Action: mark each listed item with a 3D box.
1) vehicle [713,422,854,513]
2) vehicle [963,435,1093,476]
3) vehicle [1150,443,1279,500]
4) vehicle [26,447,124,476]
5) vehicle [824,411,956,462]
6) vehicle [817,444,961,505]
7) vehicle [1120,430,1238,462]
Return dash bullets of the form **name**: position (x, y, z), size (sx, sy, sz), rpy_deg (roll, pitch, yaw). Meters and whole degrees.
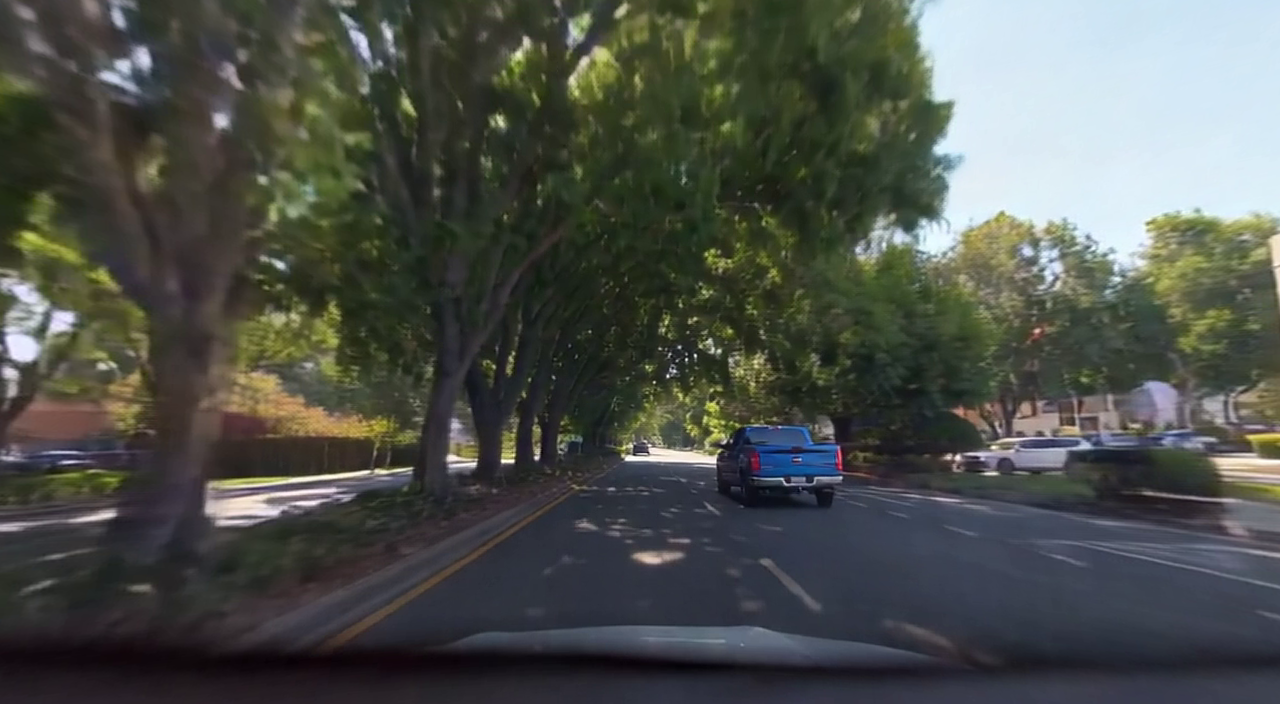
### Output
- **vehicle**: position (3.213, 2.727, 15.490), size (2.138, 1.836, 5.245), rpy_deg (0, -8, -1)
- **vehicle**: position (17.730, 4.756, 29.183), size (4.747, 1.761, 2.043), rpy_deg (-4, -9, 22)
- **vehicle**: position (17.052, 3.175, 16.992), size (4.721, 1.462, 2.028), rpy_deg (-4, -9, 25)
- **vehicle**: position (-29.305, 5.679, 32.815), size (3.413, 1.459, 1.669), rpy_deg (0, -8, 0)
- **vehicle**: position (18.792, 6.412, 47.944), size (8.393, 3.716, 3.472), rpy_deg (0, -9, -2)
- **vehicle**: position (6.729, 3.324, 17.755), size (2.012, 1.460, 4.812), rpy_deg (0, -8, -1)
- **vehicle**: position (37.729, 6.664, 44.412), size (2.250, 1.954, 5.679), rpy_deg (3, -11, -28)
